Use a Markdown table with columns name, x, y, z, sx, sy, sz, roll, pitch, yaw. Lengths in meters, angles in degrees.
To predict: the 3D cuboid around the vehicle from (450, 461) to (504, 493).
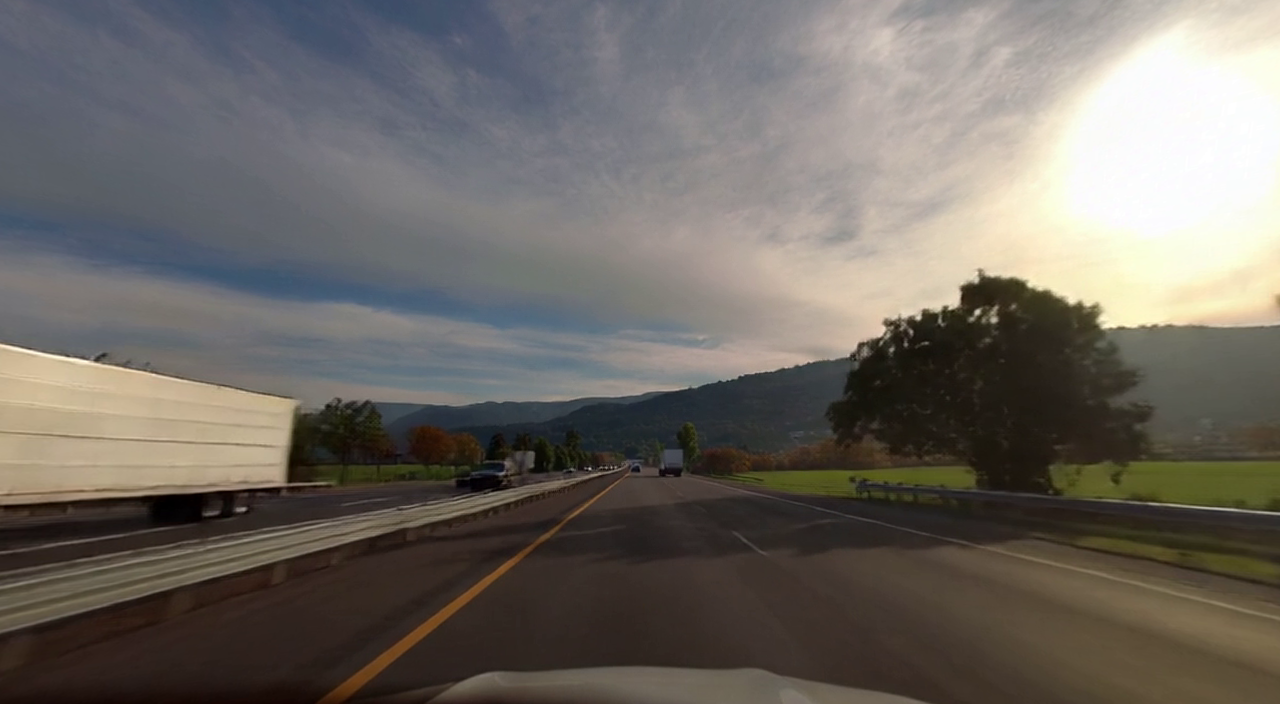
| name | x | y | z | sx | sy | sz | roll | pitch | yaw |
| --- | --- | --- | --- | --- | --- | --- | --- | --- | --- |
| vehicle | -9.486 | 7.272 | 36.815 | 1.971 | 1.714 | 4.230 | 1 | -10 | 0 |

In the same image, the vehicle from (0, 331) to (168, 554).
| name | x | y | z | sx | sy | sz | roll | pitch | yaw |
| --- | --- | --- | --- | --- | --- | --- | --- | --- | --- |
| vehicle | -13.478 | 1.109 | 8.659 | 2.913 | 4.108 | 14.085 | 1 | -10 | 0 |
